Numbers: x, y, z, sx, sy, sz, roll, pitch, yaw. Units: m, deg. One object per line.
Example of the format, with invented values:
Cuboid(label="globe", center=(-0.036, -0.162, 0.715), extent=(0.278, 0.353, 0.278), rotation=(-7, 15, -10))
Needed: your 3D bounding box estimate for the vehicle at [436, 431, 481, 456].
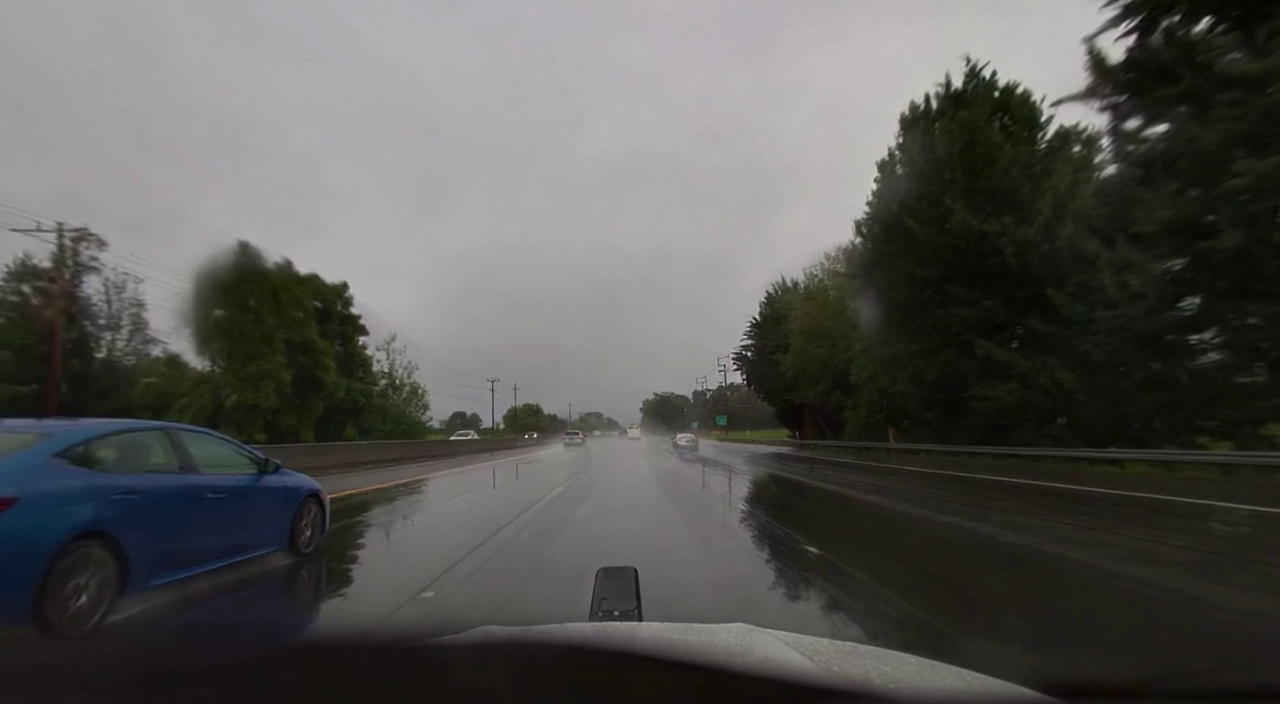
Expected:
Cuboid(label="vehicle", center=(-13.413, 6.811, 46.783), extent=(2.024, 1.762, 4.513), rotation=(0, -8, 0))

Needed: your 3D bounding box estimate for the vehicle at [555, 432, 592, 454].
Cuboid(label="vehicle", center=(-4.548, 6.300, 43.620), extent=(2.080, 1.478, 4.347), rotation=(0, -8, 0))

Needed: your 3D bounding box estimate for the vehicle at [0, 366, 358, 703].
Cuboid(label="vehicle", center=(-3.850, 1.043, 4.168), extent=(2.023, 1.580, 4.259), rotation=(0, -8, -1))
